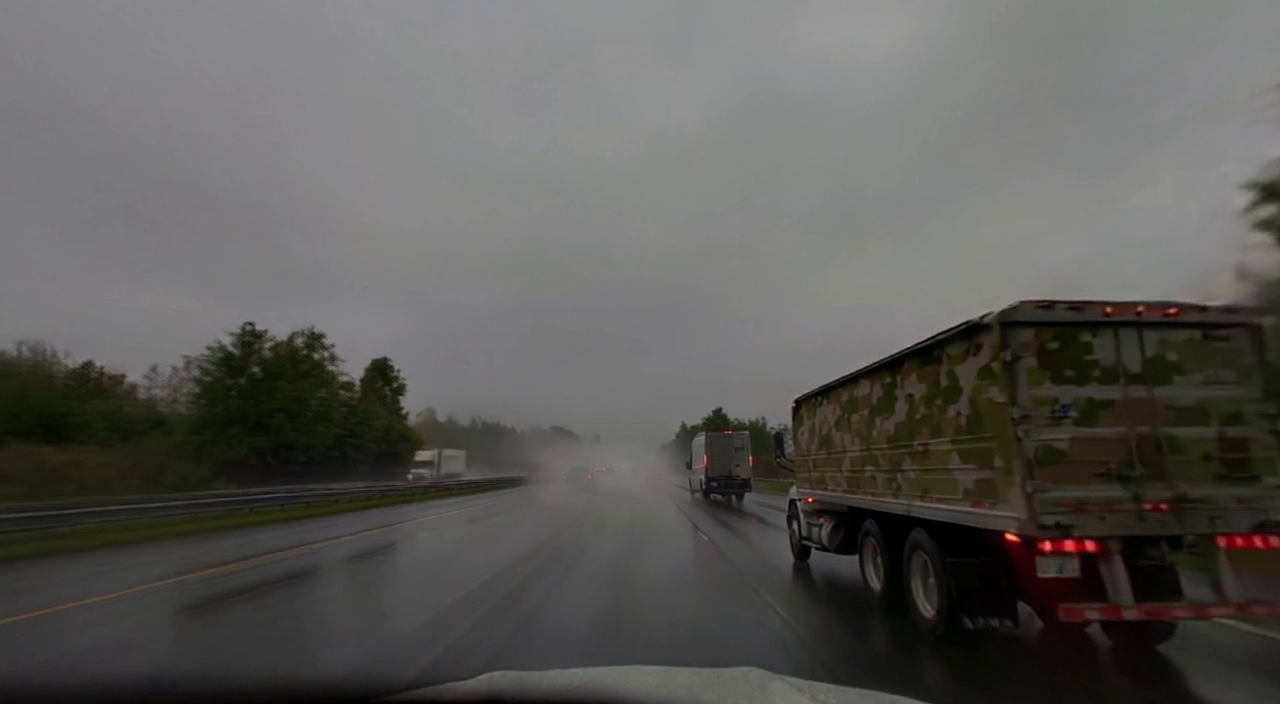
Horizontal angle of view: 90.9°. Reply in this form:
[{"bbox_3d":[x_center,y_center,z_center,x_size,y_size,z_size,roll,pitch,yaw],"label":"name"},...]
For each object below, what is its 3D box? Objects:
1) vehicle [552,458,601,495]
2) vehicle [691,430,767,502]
[{"bbox_3d":[-3.485,6.953,35.340,2.204,1.852,4.661,1,-10,0],"label":"vehicle"},{"bbox_3d":[3.947,5.301,29.231,2.703,2.988,5.097,1,-11,-1],"label":"vehicle"}]
